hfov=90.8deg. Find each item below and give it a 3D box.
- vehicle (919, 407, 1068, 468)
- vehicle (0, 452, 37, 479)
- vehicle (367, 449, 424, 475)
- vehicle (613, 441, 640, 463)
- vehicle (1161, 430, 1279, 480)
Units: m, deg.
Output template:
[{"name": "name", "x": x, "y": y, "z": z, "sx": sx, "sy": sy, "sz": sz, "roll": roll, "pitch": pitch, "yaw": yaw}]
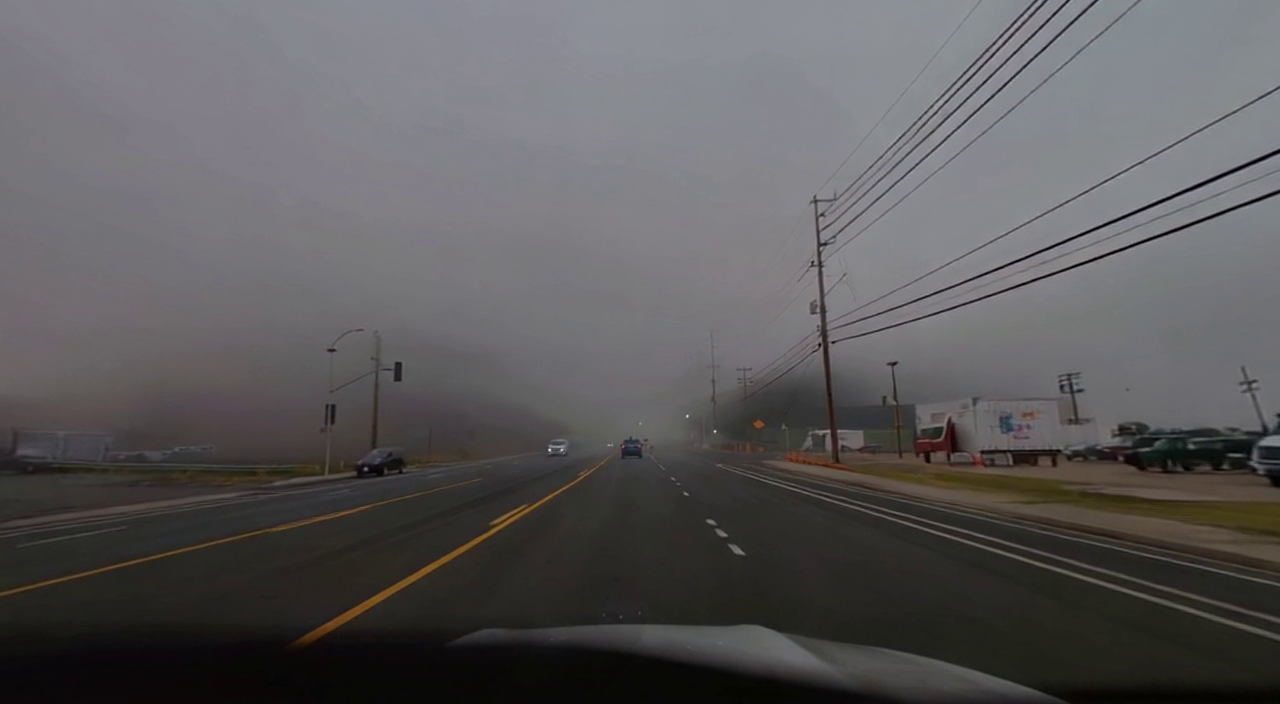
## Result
[{"name": "vehicle", "x": 22.135, "y": 5.415, "z": 39.888, "sx": 7.478, "sy": 3.666, "sz": 2.863, "roll": 0, "pitch": -8, "yaw": 0}, {"name": "vehicle", "x": -37.730, "y": 6.699, "z": 37.415, "sx": 4.343, "sy": 1.483, "sz": 1.916, "roll": -6, "pitch": -10, "yaw": 34}, {"name": "vehicle", "x": -16.128, "y": 7.243, "z": 41.893, "sx": 1.936, "sy": 1.555, "sz": 4.533, "roll": -1, "pitch": -8, "yaw": 0}, {"name": "vehicle", "x": -0.990, "y": 7.534, "z": 47.837, "sx": 1.937, "sy": 1.588, "sz": 3.746, "roll": 0, "pitch": -8, "yaw": 0}, {"name": "vehicle", "x": 23.860, "y": 4.003, "z": 24.643, "sx": 5.111, "sy": 1.827, "sz": 2.058, "roll": -1, "pitch": -8, "yaw": 2}]
